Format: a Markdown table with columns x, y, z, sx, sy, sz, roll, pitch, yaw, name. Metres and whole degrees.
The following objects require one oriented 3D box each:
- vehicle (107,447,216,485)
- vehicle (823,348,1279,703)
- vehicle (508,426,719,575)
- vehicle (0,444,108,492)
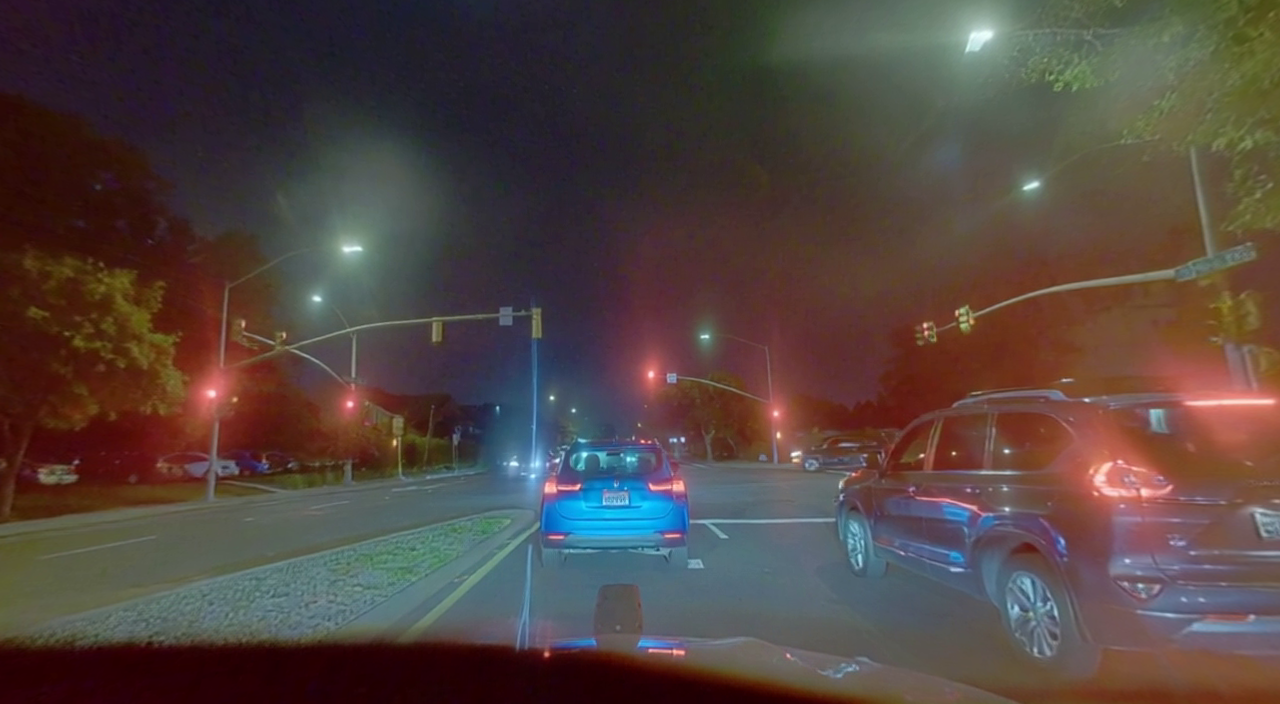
| x | y | z | sx | sy | sz | roll | pitch | yaw | name |
| --- | --- | --- | --- | --- | --- | --- | --- | --- | --- |
| -28.609 | 6.824 | 38.031 | 4.943 | 2.110 | 2.217 | 5 | -10 | -32 | vehicle |
| 3.188 | 1.179 | 5.175 | 2.046 | 1.768 | 4.370 | 0 | -9 | 0 | vehicle |
| -0.331 | 1.893 | 8.952 | 2.177 | 1.512 | 4.682 | 0 | -9 | -1 | vehicle |
| -28.494 | 5.365 | 29.488 | 5.119 | 2.119 | 2.199 | 5 | -10 | -31 | vehicle |
